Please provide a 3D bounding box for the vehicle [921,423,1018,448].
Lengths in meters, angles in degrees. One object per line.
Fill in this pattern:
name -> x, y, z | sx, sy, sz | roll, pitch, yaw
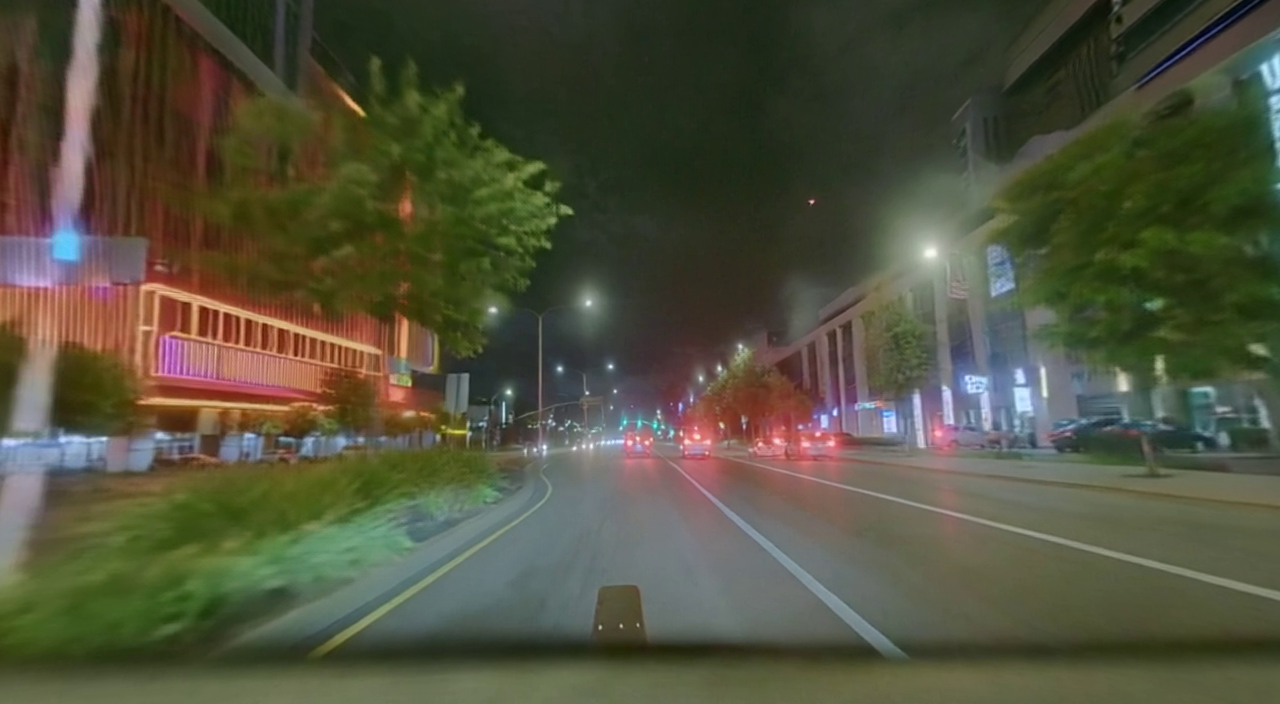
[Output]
vehicle -> 20.393, 5.204, 39.236 | 4.813, 1.483, 2.129 | 0, -8, 0

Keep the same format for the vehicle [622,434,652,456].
vehicle -> -0.228, 6.745, 45.750 | 2.110, 1.476, 4.294 | 0, -8, 0

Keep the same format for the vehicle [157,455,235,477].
vehicle -> -30.104, 7.720, 42.907 | 4.040, 1.389, 1.664 | 0, -8, -1

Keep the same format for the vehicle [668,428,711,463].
vehicle -> 2.549, 4.950, 33.384 | 2.100, 1.683, 4.231 | -1, -8, 3

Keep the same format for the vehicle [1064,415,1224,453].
vehicle -> 20.093, 3.299, 25.353 | 4.619, 1.447, 2.054 | 0, -8, 1
